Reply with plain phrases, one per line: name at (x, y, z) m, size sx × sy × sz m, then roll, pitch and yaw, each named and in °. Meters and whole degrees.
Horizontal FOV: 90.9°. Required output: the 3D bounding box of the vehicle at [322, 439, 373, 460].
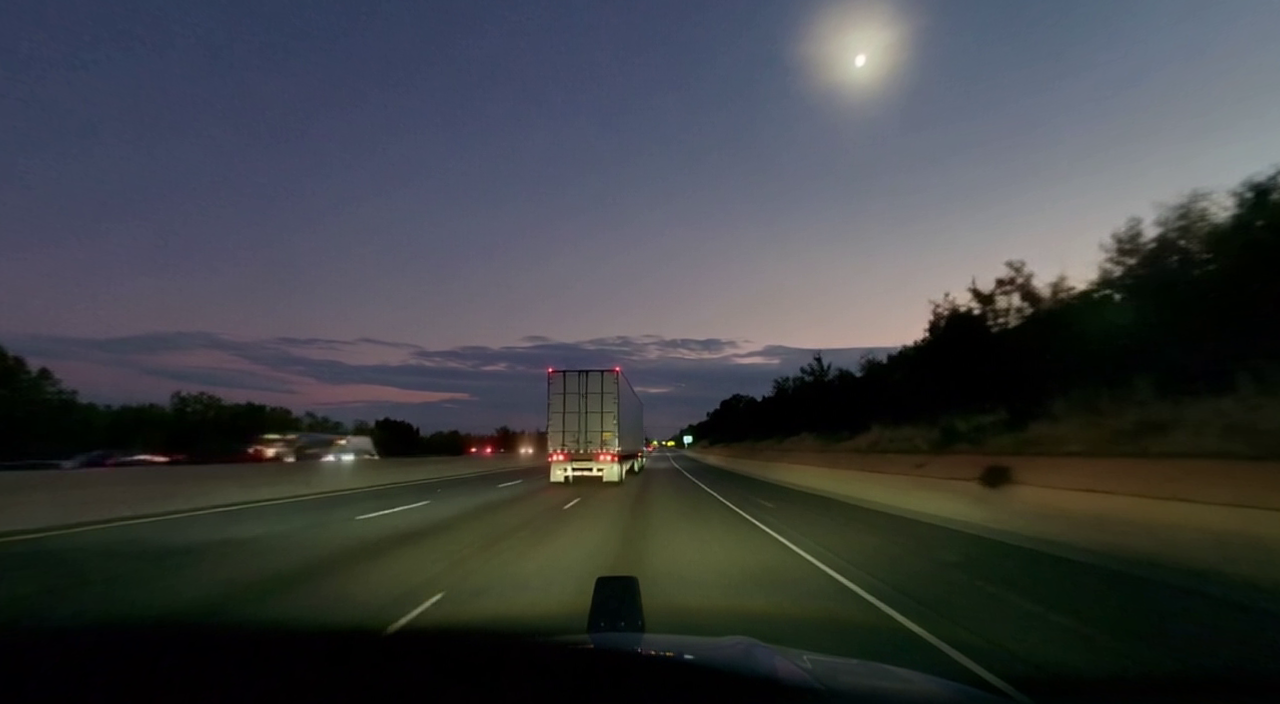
vehicle at (-21.908, 7.314, 47.303) m, size 1.779 × 1.467 × 4.047 m, roll 0°, pitch -9°, yaw 1°

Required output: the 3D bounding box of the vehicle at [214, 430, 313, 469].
vehicle at (-22.314, 5.816, 37.667) m, size 2.631 × 2.155 × 5.143 m, roll 0°, pitch -9°, yaw 1°

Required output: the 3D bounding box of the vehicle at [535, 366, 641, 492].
vehicle at (-1.663, 3.596, 27.773) m, size 2.851 × 4.098 × 14.436 m, roll 0°, pitch -9°, yaw 2°
